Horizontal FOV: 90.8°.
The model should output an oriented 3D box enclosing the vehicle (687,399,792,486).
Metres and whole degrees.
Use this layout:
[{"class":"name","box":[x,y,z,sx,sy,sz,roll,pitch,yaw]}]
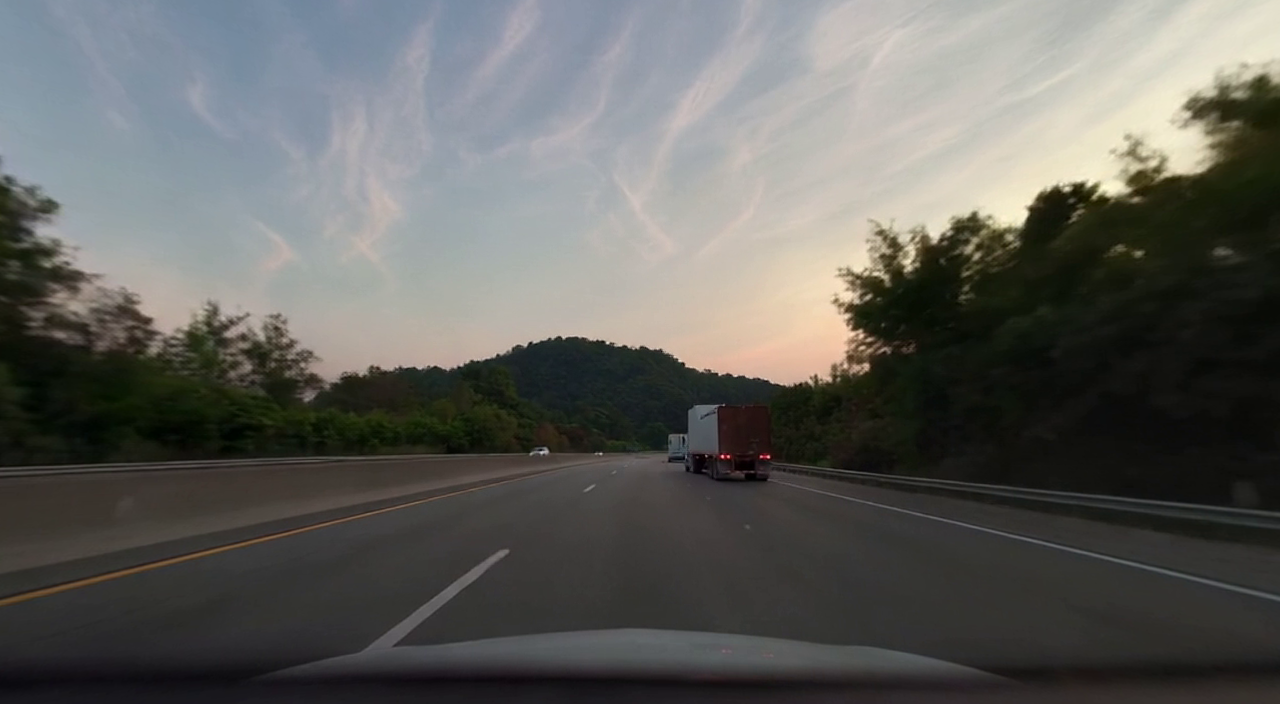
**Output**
[{"class":"vehicle","box":[4.503,4.714,32.273,2.868,3.427,14.032,0,-9,-1]}]
